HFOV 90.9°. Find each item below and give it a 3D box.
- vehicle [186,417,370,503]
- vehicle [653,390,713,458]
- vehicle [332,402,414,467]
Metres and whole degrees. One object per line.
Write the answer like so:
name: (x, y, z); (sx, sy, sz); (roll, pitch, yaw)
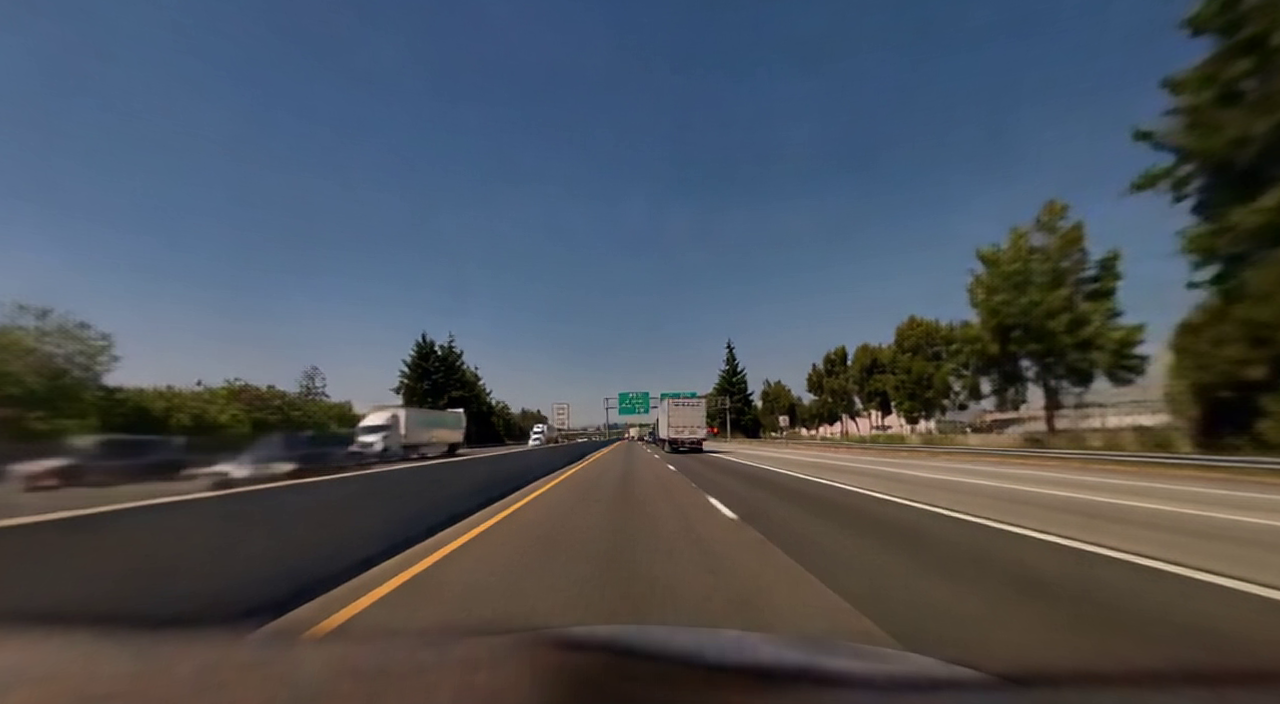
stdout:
vehicle: (-9.506, 2.856, 17.196); (2.268, 1.975, 4.713); (0, -8, -1)
vehicle: (2.685, 5.205, 44.386); (2.954, 3.995, 13.335); (0, -8, -1)
vehicle: (-17.656, 5.511, 42.202); (2.817, 3.985, 5.911); (0, -8, 0)
